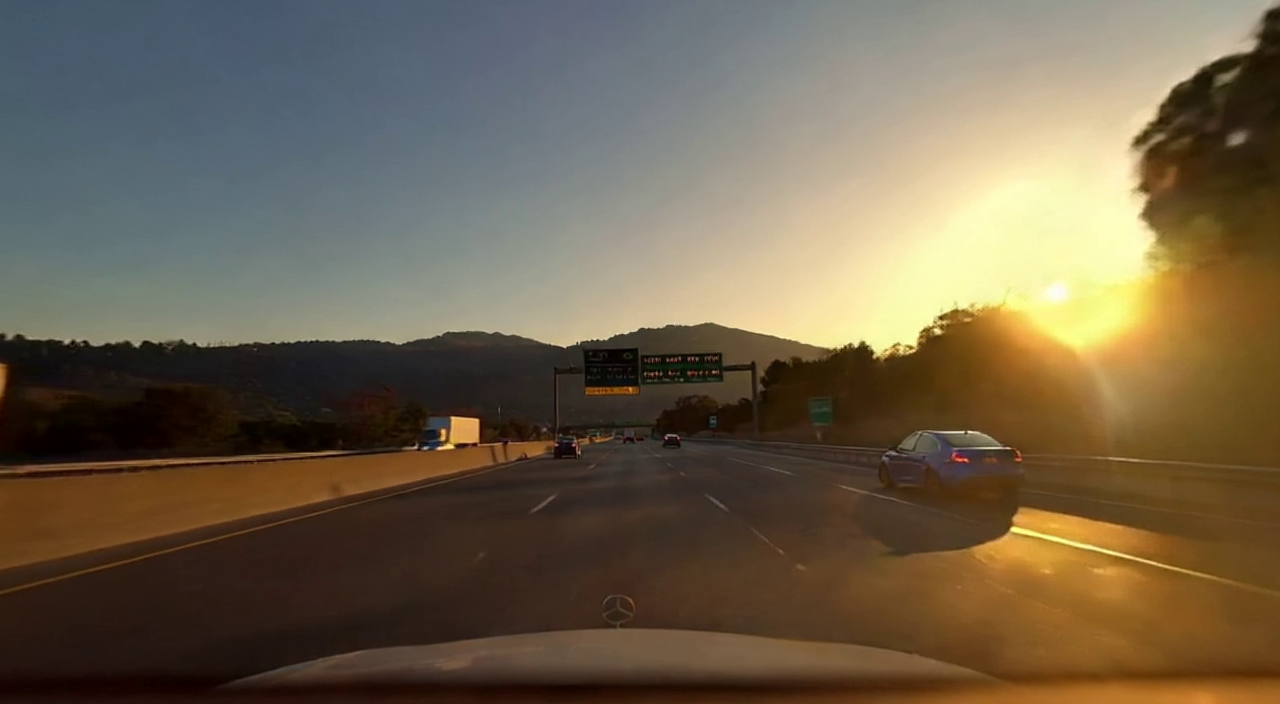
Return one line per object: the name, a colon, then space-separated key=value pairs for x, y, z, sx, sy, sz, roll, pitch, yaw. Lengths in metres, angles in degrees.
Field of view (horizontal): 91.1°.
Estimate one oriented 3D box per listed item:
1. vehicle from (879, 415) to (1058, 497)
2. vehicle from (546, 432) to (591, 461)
vehicle: x=7.379 y=2.351 z=14.651 sx=1.956 sy=1.634 sz=3.935 roll=0 pitch=-8 yaw=-1
vehicle: x=-3.909 y=5.219 z=35.002 sx=2.032 sy=1.465 sz=4.316 roll=0 pitch=-8 yaw=-1
